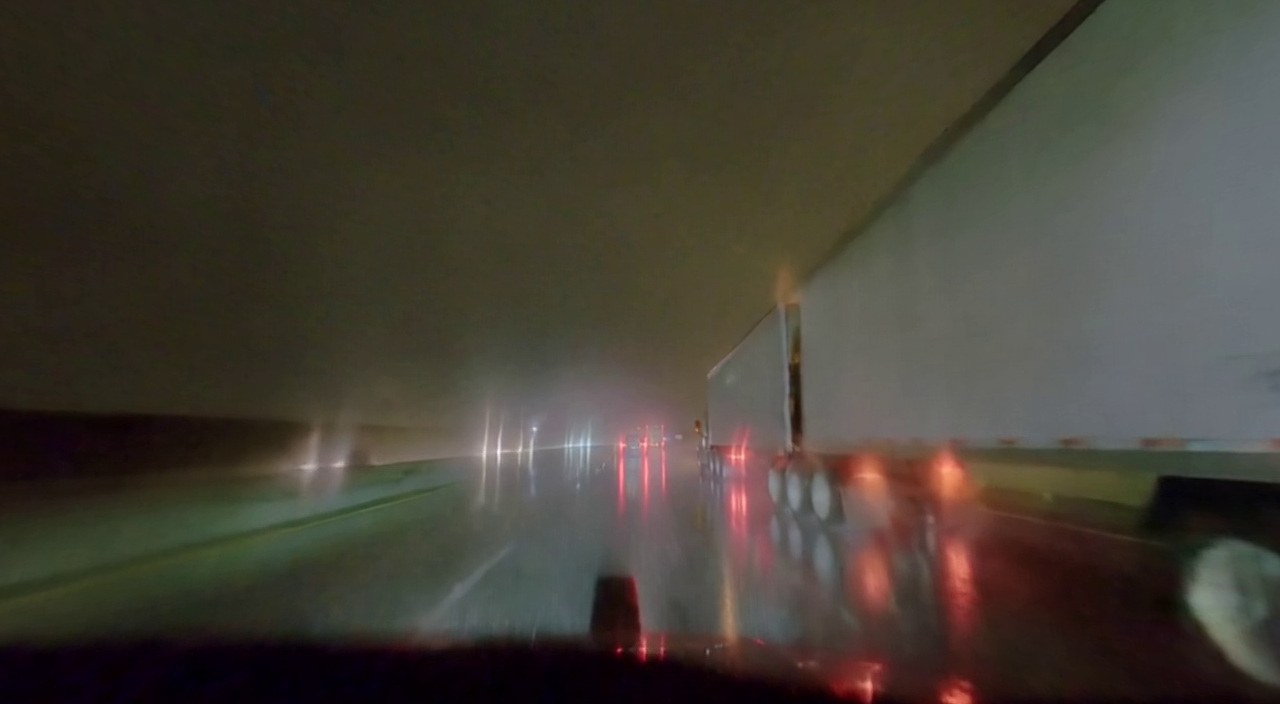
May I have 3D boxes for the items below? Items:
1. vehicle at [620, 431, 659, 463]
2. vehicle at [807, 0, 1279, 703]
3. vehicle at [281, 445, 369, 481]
[{"bbox_3d":[-0.095,6.424,42.547,2.456,2.007,4.728,0,-8,-1],"label":"vehicle"},{"bbox_3d":[3.891,-0.012,4.426,2.967,3.961,8.660,-1,-8,0],"label":"vehicle"},{"bbox_3d":[-15.240,5.362,30.767,1.969,1.532,4.531,0,-8,0],"label":"vehicle"}]
